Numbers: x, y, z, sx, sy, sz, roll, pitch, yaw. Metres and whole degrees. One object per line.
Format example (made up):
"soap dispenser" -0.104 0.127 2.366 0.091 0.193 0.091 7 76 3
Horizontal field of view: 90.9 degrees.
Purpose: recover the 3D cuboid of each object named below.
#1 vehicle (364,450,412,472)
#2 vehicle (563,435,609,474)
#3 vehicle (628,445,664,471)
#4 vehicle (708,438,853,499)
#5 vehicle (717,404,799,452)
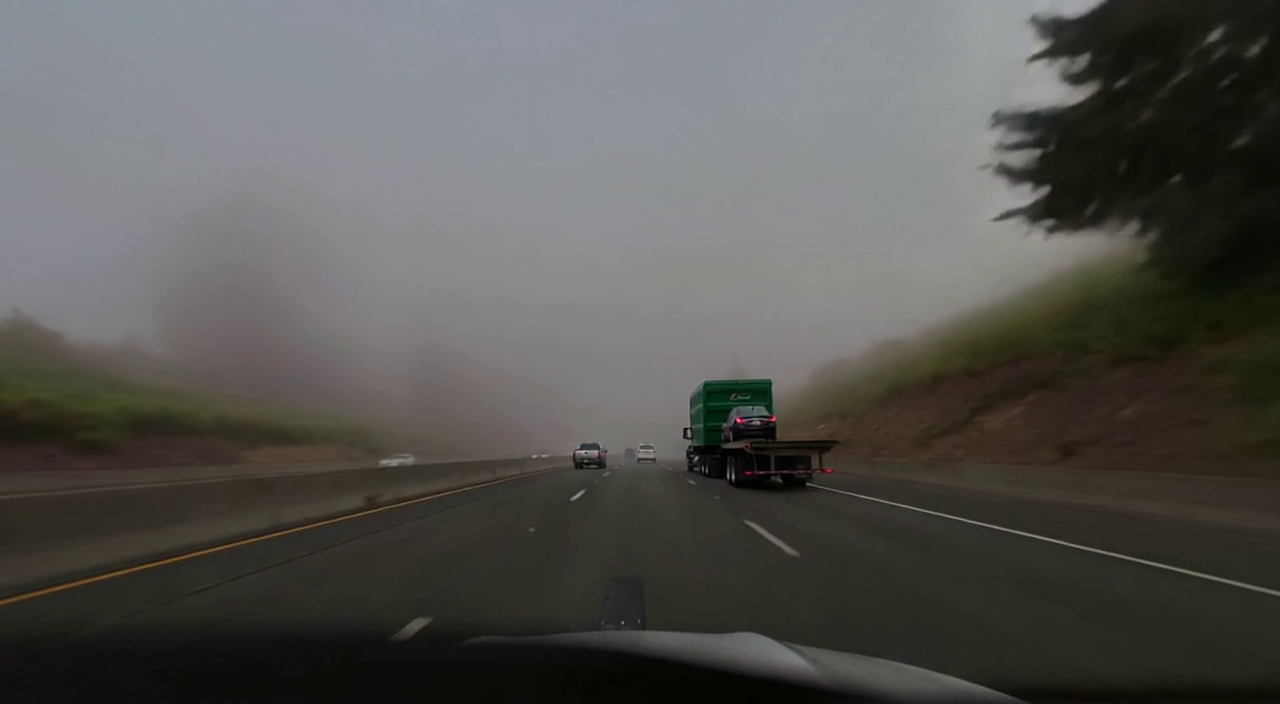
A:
"vehicle" -18.365 7.932 46.103 1.962 1.488 3.587 0 -9 0
"vehicle" -2.986 5.840 35.933 2.142 2.044 4.446 0 -9 2
"vehicle" 0.373 6.422 38.229 2.086 1.497 3.681 0 -9 1
"vehicle" 4.210 3.804 21.316 2.654 1.574 9.537 0 -9 -1
"vehicle" 4.085 2.790 22.525 1.968 1.547 4.215 0 -9 -2
